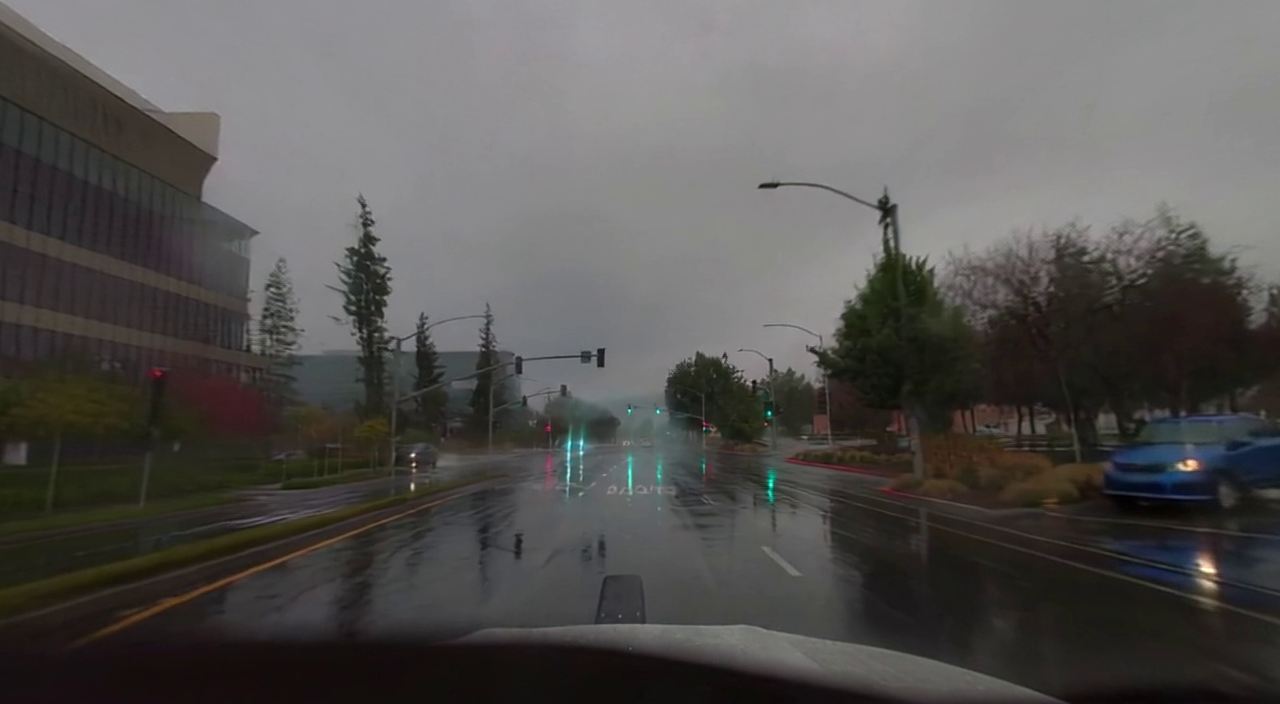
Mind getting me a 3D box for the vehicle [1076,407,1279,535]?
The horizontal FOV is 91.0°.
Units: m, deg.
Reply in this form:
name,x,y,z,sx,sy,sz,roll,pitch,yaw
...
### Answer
name,x,y,z,sx,sy,sz,roll,pitch,yaw
vehicle,10.191,2.021,11.163,4.635,1.821,2.087,5,-10,-30
